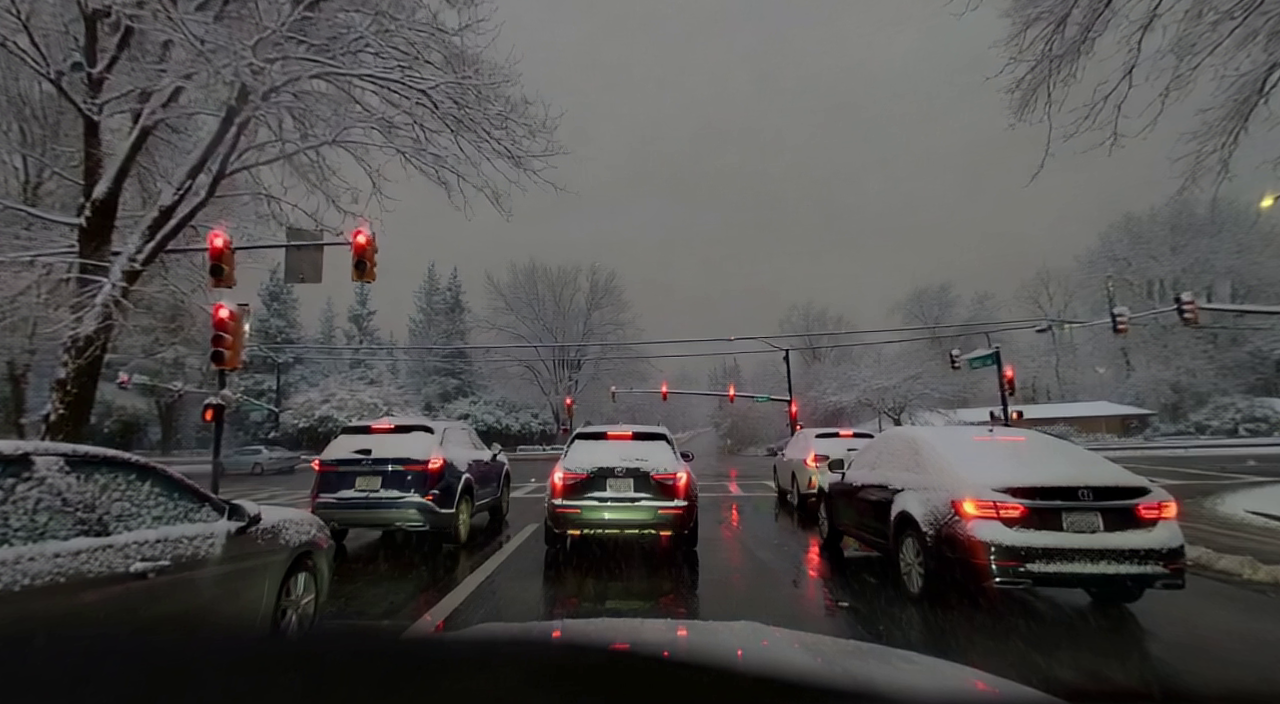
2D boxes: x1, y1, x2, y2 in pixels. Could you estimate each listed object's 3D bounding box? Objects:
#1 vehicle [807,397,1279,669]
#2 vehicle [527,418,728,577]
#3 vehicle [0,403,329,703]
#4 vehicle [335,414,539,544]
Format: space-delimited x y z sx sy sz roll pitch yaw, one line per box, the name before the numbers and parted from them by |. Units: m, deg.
vehicle | 3.233 1.441 6.190 2.006 1.659 4.462 0 -8 1
vehicle | -0.092 1.803 8.549 2.106 1.655 3.717 0 -8 1
vehicle | -3.348 0.948 2.377 1.863 1.495 4.667 0 -8 2
vehicle | -3.219 2.113 11.159 2.048 1.805 4.405 0 -8 1
